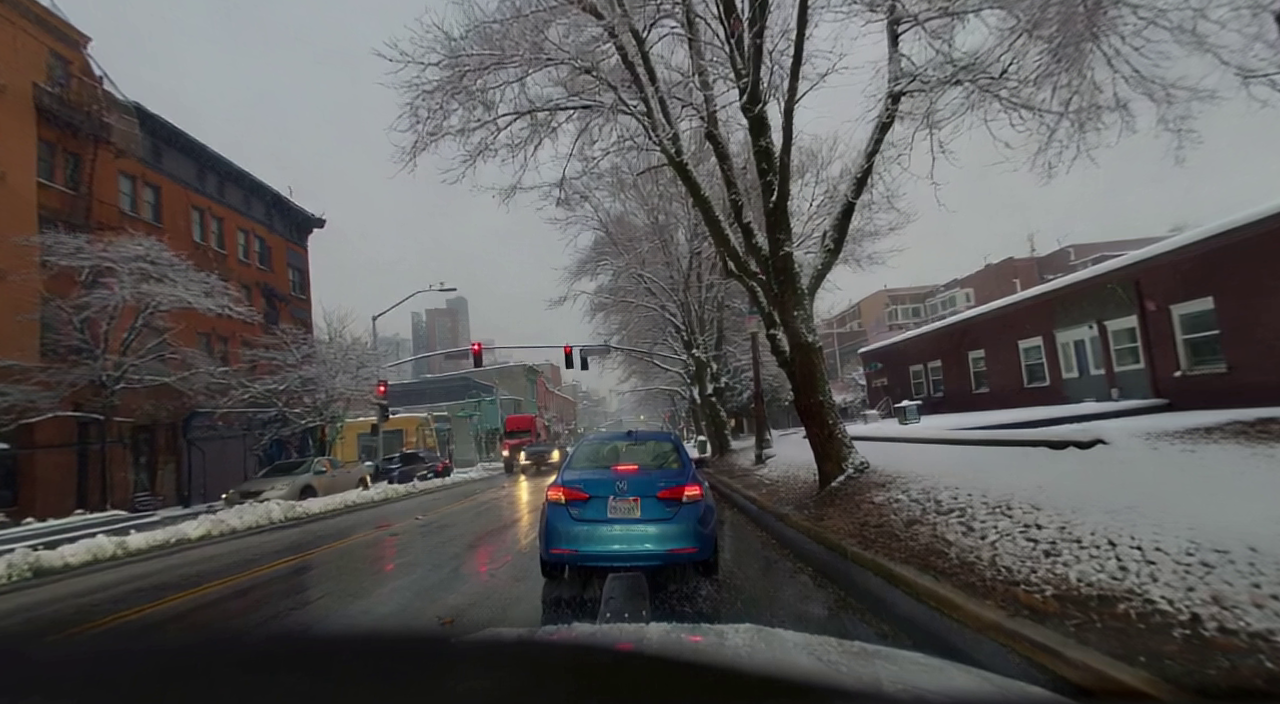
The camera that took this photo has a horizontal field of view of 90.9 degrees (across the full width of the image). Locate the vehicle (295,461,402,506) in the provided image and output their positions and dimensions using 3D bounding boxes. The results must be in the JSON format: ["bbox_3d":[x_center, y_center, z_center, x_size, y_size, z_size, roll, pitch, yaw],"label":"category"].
[{"bbox_3d":[-11.249,5.081,24.719,2.010,1.483,4.324,0,-8,1],"label":"vehicle"}]

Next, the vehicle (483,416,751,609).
[{"bbox_3d":[-0.087,1.540,6.949,2.094,1.478,3.922,-1,-8,3],"label":"vehicle"}]

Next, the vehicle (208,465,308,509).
[{"bbox_3d":[-17.467,6.159,28.908,3.516,1.383,1.704,-10,-10,1],"label":"vehicle"}]
